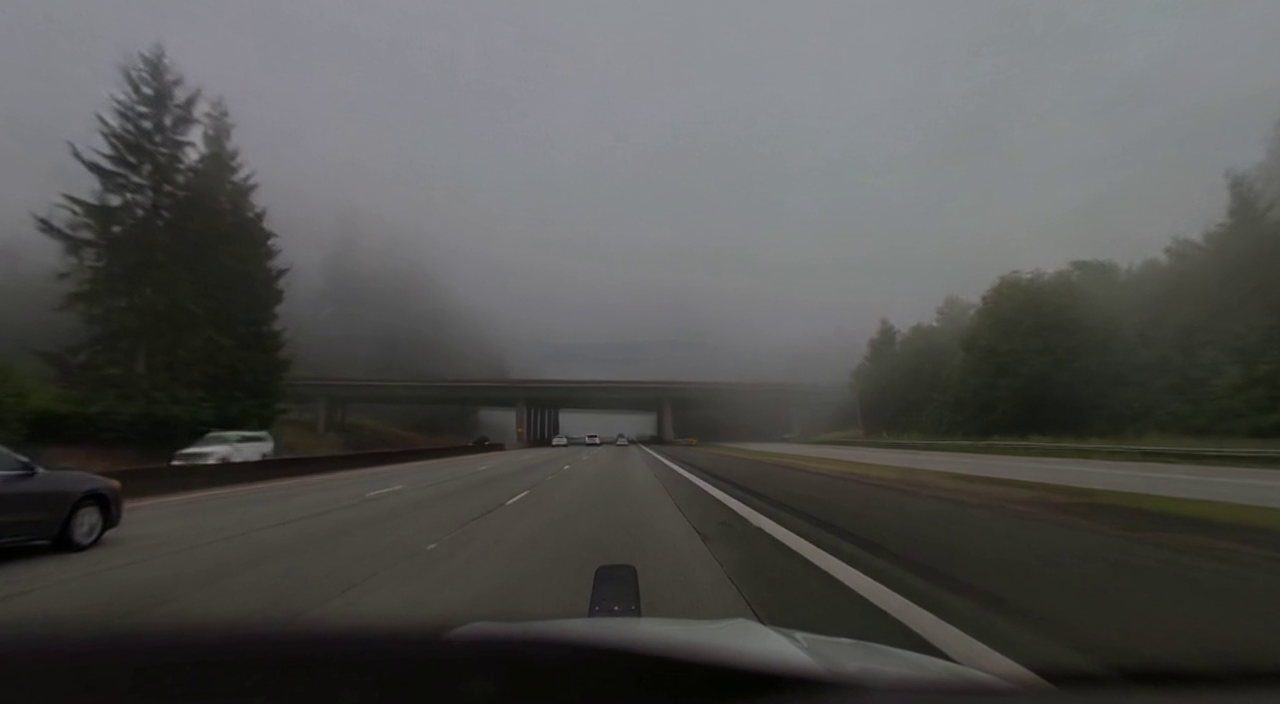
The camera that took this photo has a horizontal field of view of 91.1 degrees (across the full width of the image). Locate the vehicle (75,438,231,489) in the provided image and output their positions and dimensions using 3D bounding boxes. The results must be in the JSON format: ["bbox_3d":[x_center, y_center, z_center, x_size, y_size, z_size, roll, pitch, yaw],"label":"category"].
[{"bbox_3d":[-16.760,3.815,21.971,2.120,1.557,4.187,0,-8,-1],"label":"vehicle"}]
